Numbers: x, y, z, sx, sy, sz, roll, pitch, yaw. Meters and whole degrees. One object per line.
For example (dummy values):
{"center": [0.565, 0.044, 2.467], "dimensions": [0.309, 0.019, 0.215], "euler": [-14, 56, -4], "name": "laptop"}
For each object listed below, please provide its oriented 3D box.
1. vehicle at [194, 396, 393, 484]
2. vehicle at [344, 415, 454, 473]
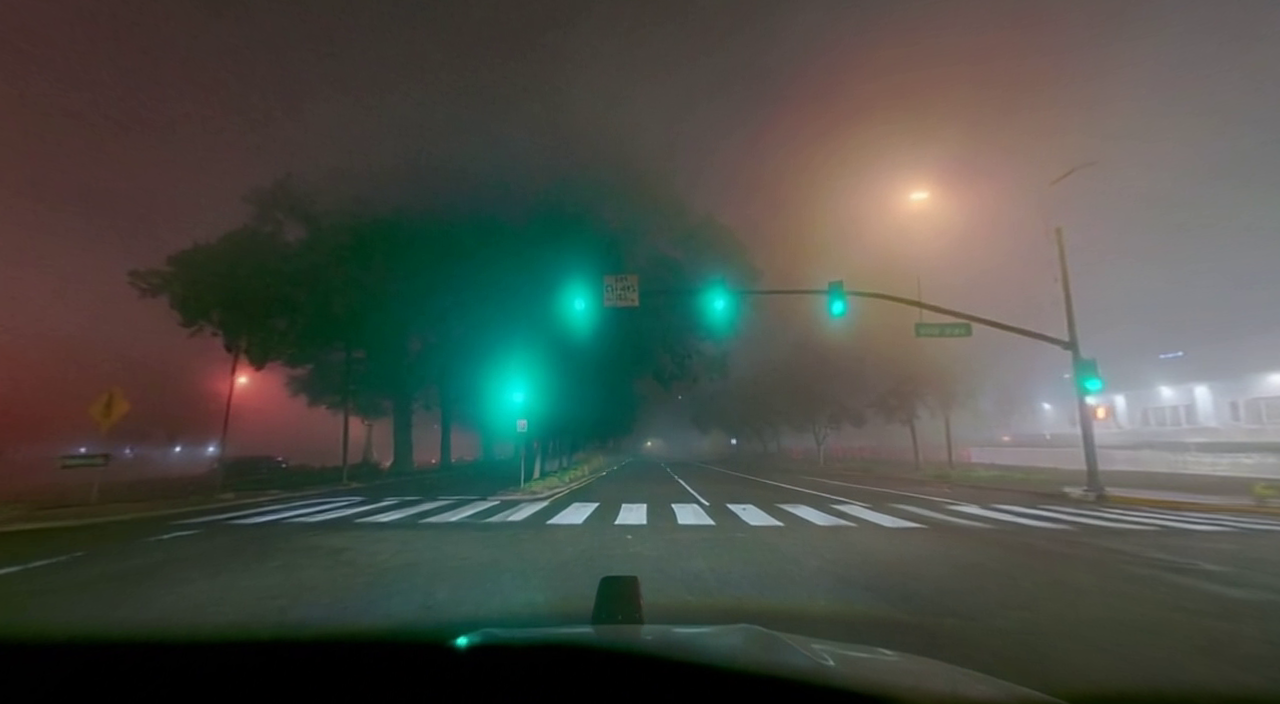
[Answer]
{"center": [-17.745, 4.920, 34.439], "dimensions": [2.953, 3.772, 14.243], "euler": [0, -9, -1], "name": "vehicle"}
{"center": [-17.821, 7.058, 48.254], "dimensions": [3.044, 3.826, 13.690], "euler": [0, -9, 0], "name": "vehicle"}
